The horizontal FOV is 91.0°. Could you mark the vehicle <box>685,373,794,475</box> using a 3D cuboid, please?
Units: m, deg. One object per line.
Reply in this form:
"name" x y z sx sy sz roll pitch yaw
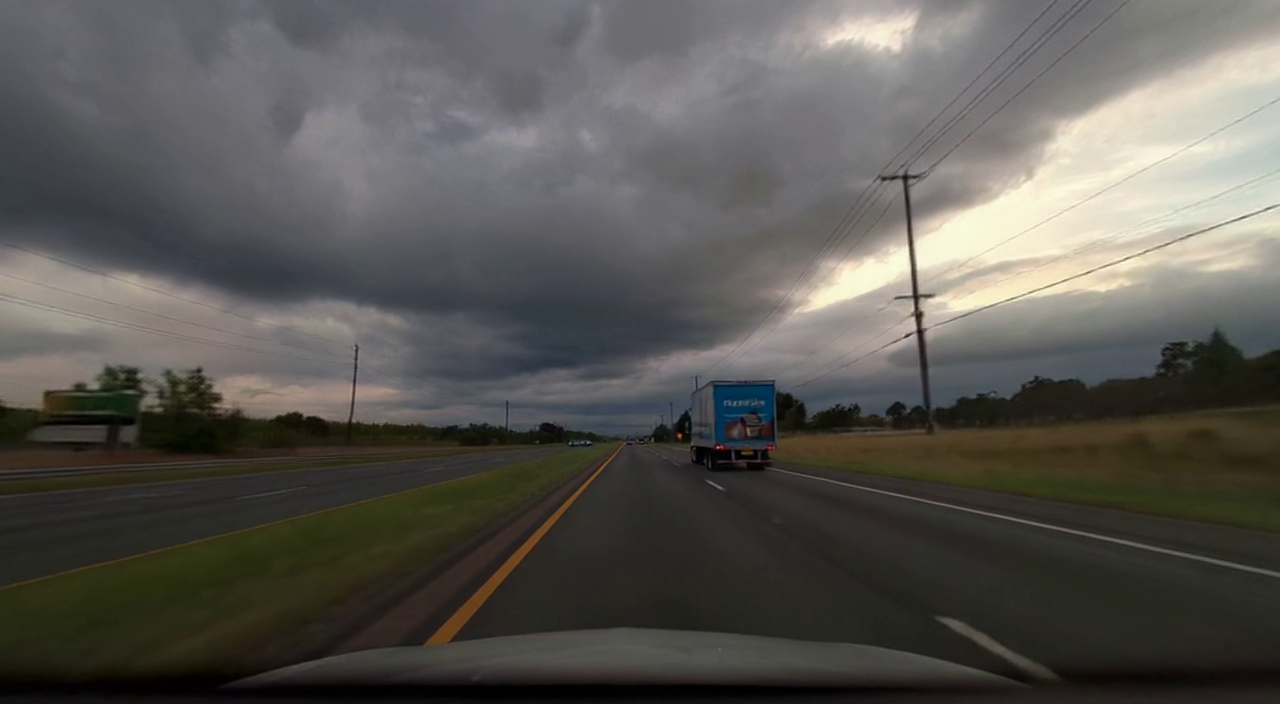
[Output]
"vehicle" 3.927 3.258 27.480 3.037 3.672 9.136 0 -8 -1
